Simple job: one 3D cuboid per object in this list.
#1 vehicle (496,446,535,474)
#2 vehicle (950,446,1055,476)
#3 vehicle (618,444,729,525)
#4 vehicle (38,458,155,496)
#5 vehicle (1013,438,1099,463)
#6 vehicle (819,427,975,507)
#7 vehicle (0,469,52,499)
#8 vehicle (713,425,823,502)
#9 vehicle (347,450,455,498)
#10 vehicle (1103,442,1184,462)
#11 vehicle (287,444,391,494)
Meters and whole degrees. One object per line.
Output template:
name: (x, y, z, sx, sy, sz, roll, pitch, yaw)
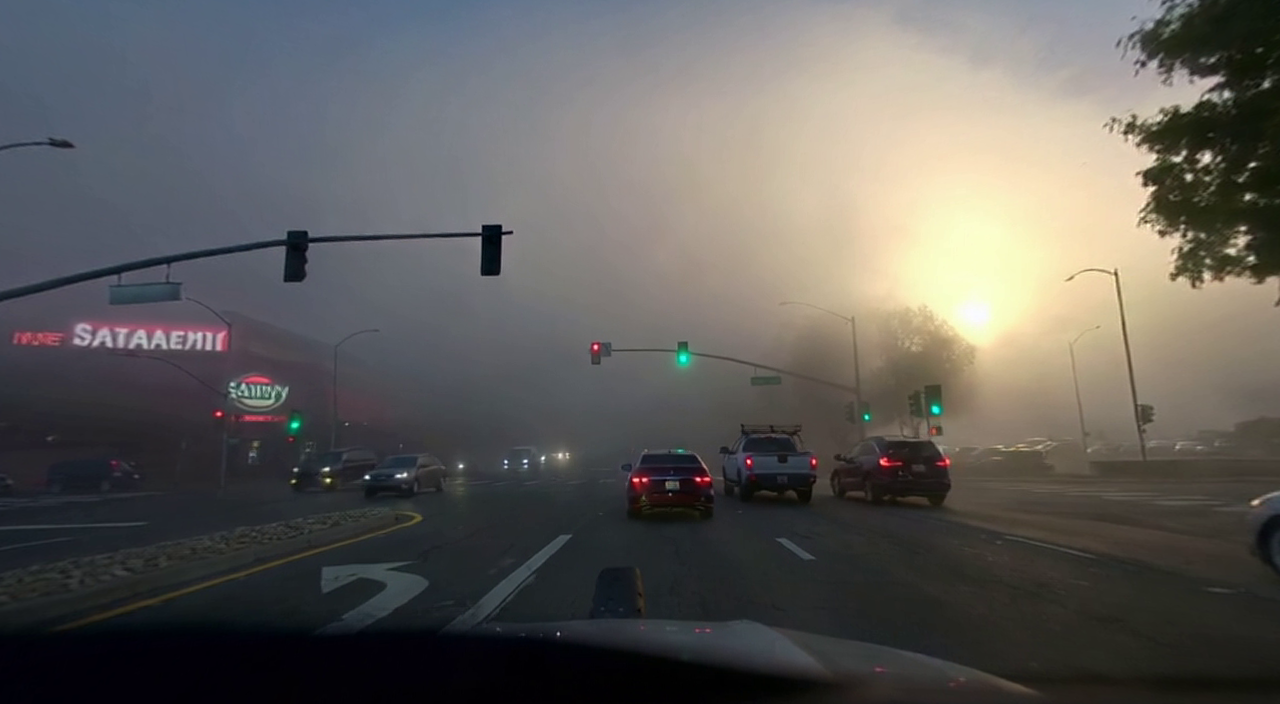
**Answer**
vehicle: (-8.349, 7.258, 42.724, 1.904, 1.789, 4.021, 0, -8, -1)
vehicle: (18.502, 5.591, 32.337, 4.227, 1.460, 1.777, 0, -8, 2)
vehicle: (0.569, 2.713, 13.503, 2.038, 1.447, 3.756, 0, -8, -2)
vehicle: (-29.046, 6.644, 33.743, 4.789, 1.828, 2.025, -2, -9, 11)
vehicle: (31.423, 7.450, 47.751, 4.885, 1.883, 2.107, 0, -8, 1)
vehicle: (7.300, 3.315, 18.735, 2.323, 2.009, 5.266, 0, -8, -1)
vehicle: (-35.191, 7.241, 34.721, 4.240, 1.437, 1.770, -2, -9, 10)
vehicle: (3.871, 3.500, 20.290, 2.358, 2.116, 5.328, 0, -8, -1)
vehicle: (-8.152, 4.173, 21.994, 2.002, 1.469, 4.301, 0, -8, 1)
vehicle: (36.364, 7.234, 45.636, 4.230, 1.449, 1.782, 0, -8, 1)
vehicle: (-12.200, 4.718, 25.935, 1.991, 1.844, 4.393, 0, -8, 1)
